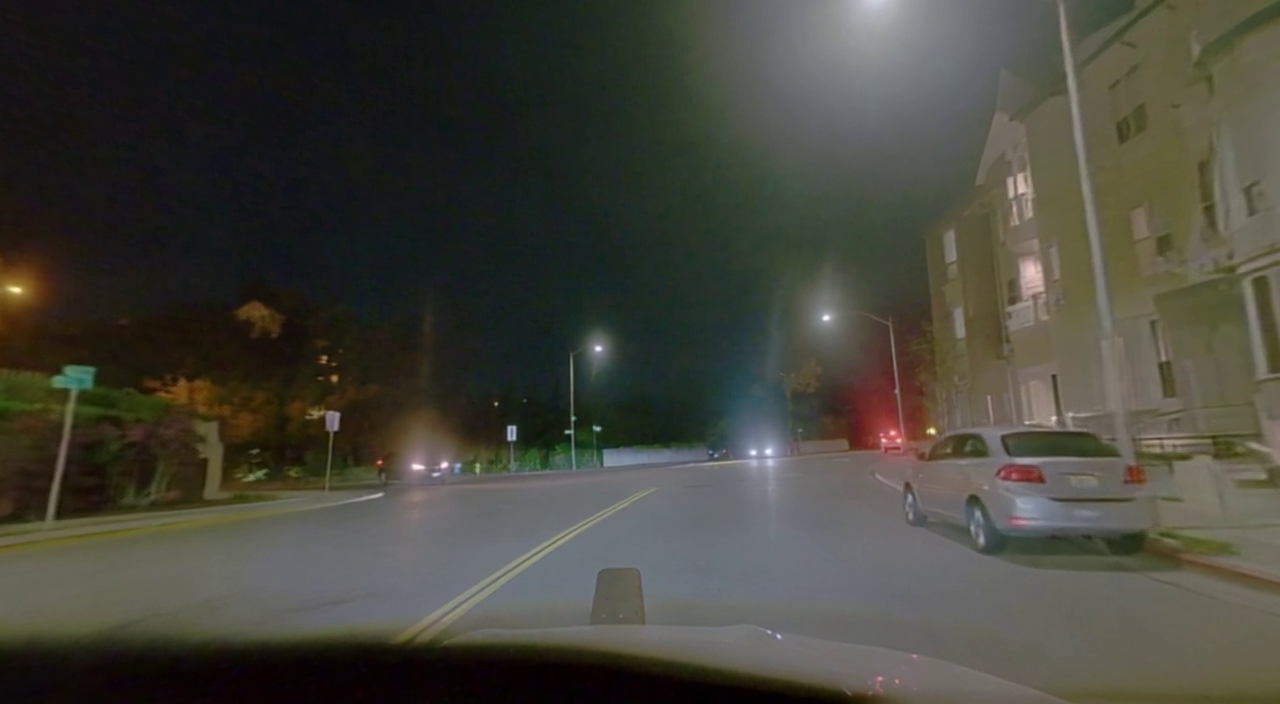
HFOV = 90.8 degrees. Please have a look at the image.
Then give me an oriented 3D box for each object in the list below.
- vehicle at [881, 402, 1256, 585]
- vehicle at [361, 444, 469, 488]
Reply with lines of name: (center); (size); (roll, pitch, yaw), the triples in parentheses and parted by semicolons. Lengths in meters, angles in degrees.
vehicle: (4.902, 1.668, 8.274); (2.105, 1.705, 4.392); (-1, -9, 5)
vehicle: (-9.500, 4.746, 26.641); (4.270, 1.683, 1.984); (-5, -10, 31)
